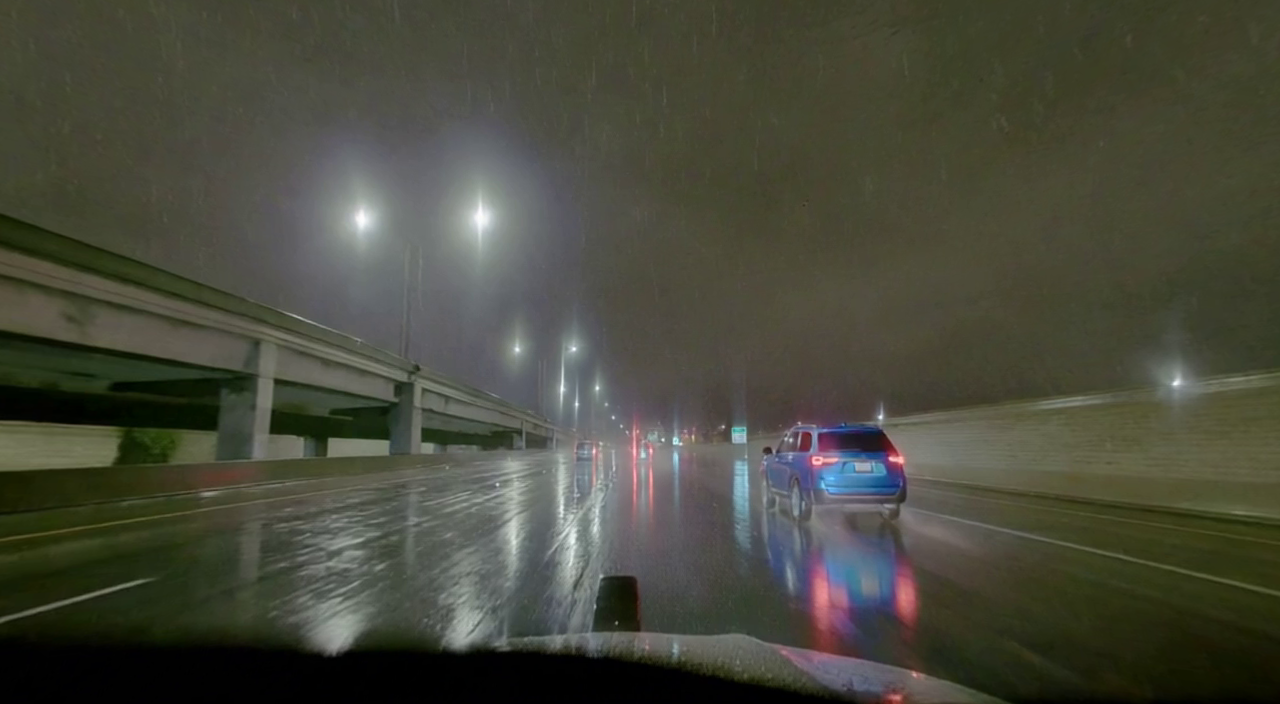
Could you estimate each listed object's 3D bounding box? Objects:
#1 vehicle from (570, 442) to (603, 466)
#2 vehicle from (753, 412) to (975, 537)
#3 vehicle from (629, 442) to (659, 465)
[{"bbox_3d":[-3.780,7.292,45.268,2.000,1.646,4.201,0,-8,-1],"label":"vehicle"},{"bbox_3d":[3.803,2.186,11.927,2.288,1.841,4.779,0,-8,-2],"label":"vehicle"},{"bbox_3d":[0.248,7.655,47.691,2.132,1.657,3.967,0,-8,-2],"label":"vehicle"}]
